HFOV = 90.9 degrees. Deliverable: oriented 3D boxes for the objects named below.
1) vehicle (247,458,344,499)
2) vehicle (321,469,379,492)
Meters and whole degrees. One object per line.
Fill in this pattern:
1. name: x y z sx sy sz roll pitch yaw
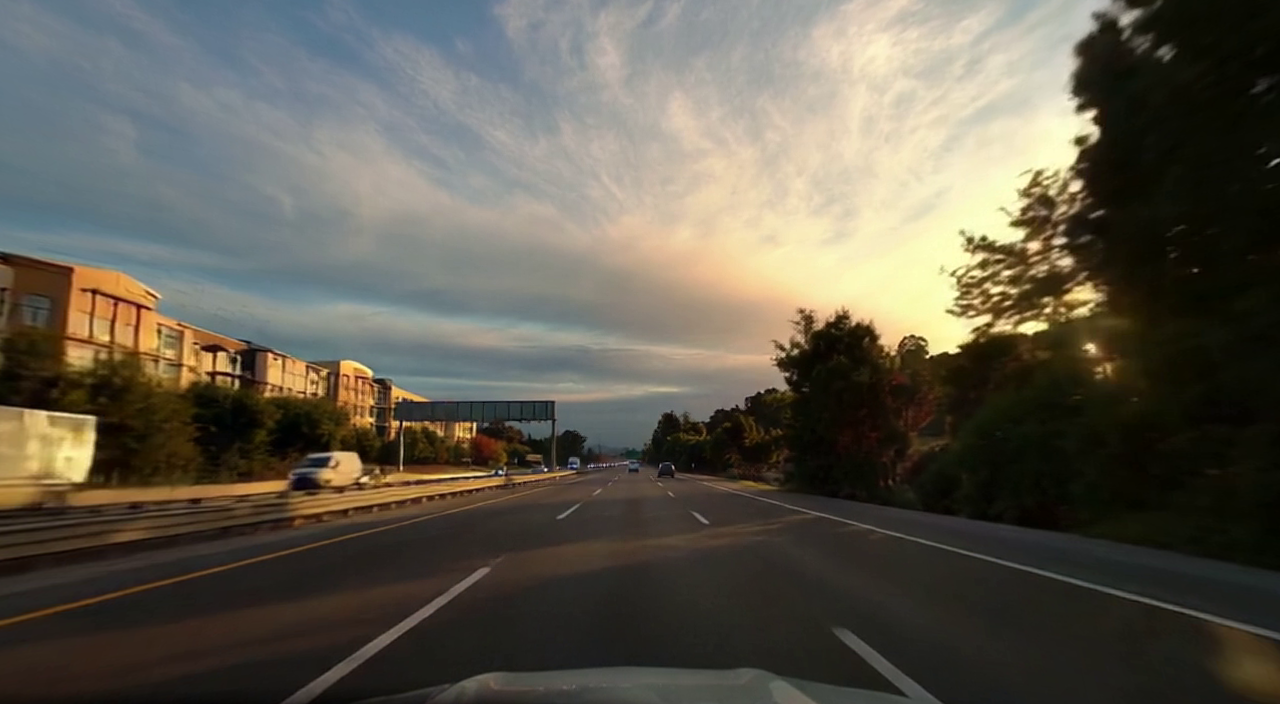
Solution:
1. vehicle: -16.033 5.919 29.653 1.941 1.730 4.593 1 -10 0
2. vehicle: -20.184 8.960 44.046 1.849 1.483 4.542 1 -10 0
